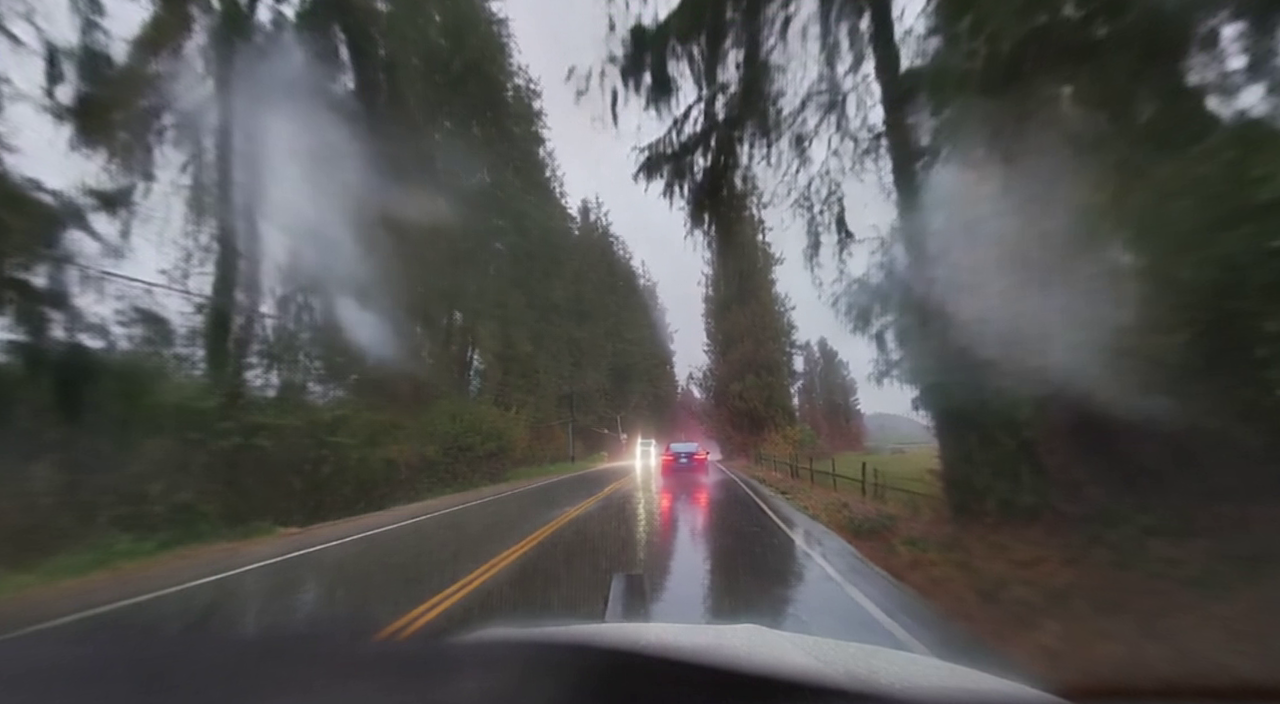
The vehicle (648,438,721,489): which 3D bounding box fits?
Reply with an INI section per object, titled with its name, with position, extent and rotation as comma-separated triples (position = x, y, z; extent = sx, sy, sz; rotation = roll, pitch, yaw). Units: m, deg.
[vehicle]
position = 1.540, 3.817, 21.941
extent = 2.274, 1.583, 4.349
rotation = -1, -8, 4
